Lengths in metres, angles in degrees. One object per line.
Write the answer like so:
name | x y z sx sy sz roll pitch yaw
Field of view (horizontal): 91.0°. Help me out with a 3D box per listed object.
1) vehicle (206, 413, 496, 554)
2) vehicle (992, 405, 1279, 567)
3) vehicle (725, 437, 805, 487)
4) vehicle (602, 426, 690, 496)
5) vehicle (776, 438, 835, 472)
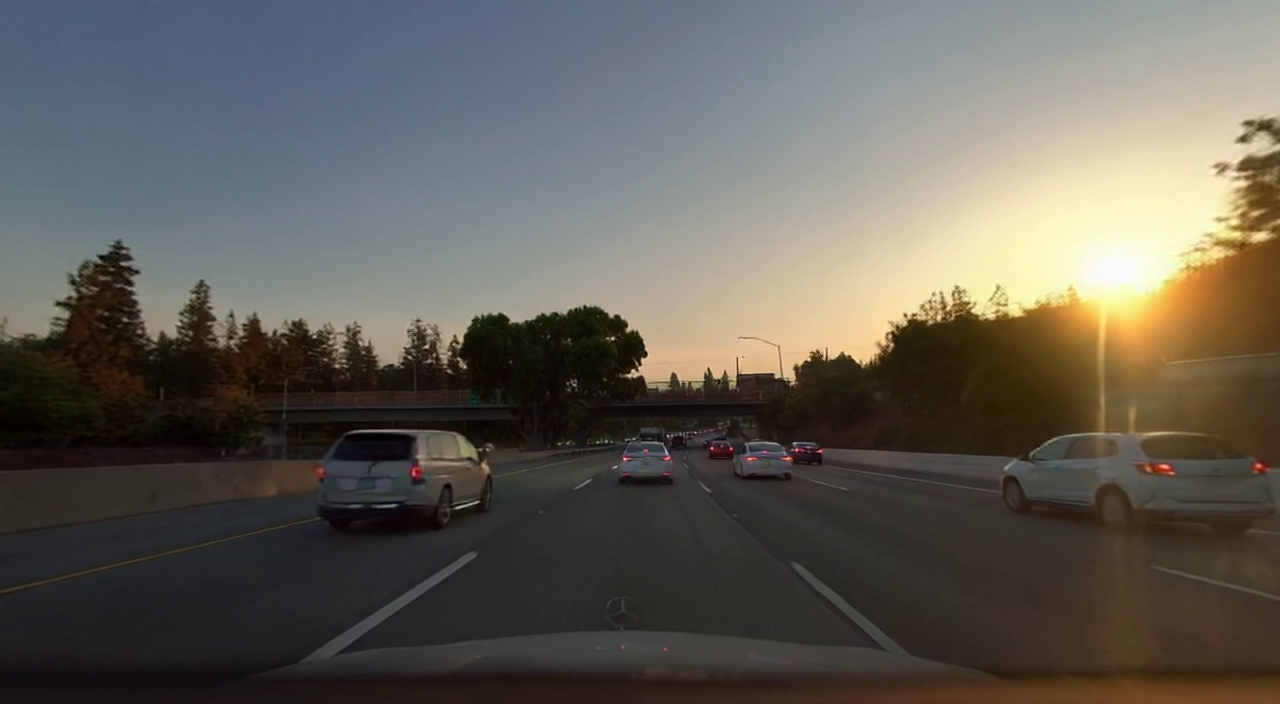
vehicle | -3.942 1.900 9.797 2.128 1.627 4.697 0 -9 2
vehicle | 7.394 1.755 8.945 2.028 1.657 4.823 0 -9 1
vehicle | 4.192 3.766 21.789 1.999 1.514 4.338 0 -9 2
vehicle | 0.216 3.023 17.750 2.181 1.728 3.970 0 -9 2
vehicle | 8.264 5.177 31.866 1.956 1.588 4.305 0 -9 3
